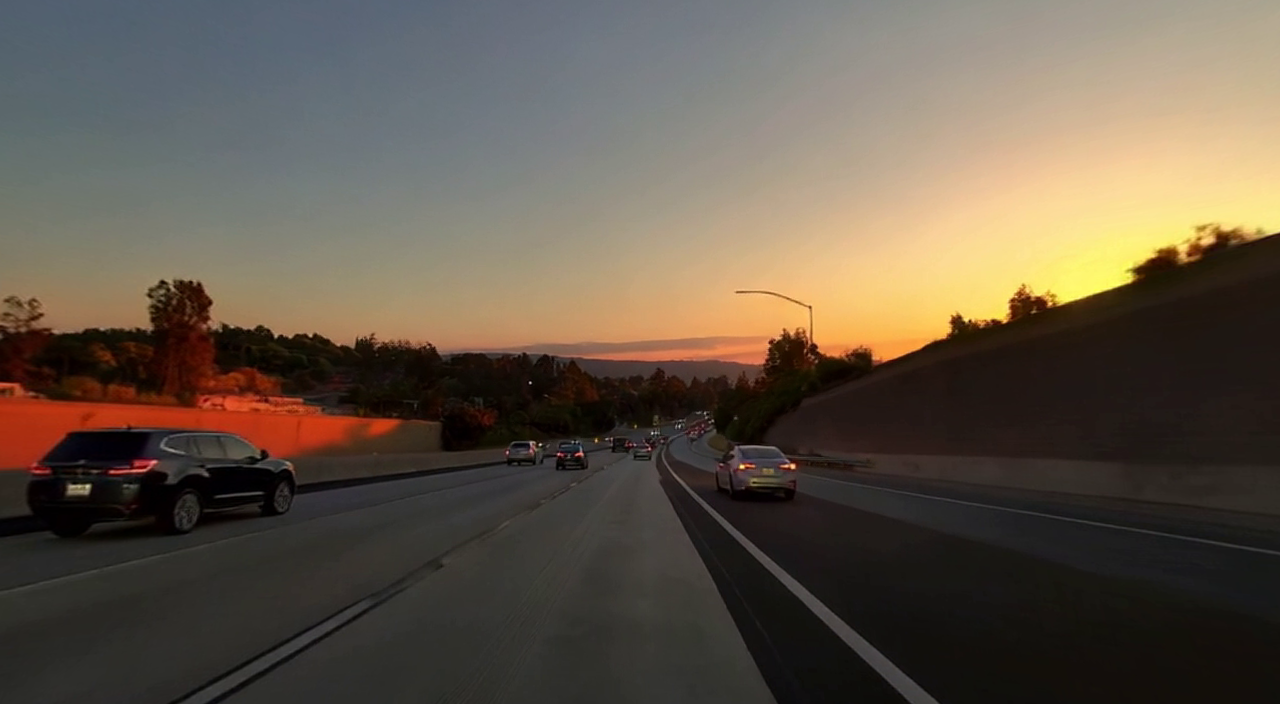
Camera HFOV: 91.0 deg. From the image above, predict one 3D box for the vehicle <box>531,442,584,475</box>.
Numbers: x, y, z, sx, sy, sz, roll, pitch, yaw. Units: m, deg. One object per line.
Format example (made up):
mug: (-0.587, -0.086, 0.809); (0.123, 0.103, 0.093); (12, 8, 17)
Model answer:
vehicle: (-3.967, 5.219, 30.953); (2.071, 1.478, 4.130); (0, -9, 0)

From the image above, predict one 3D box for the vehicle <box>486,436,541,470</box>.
vehicle: (-7.112, 5.729, 35.889); (2.111, 1.811, 4.391); (0, -9, 1)

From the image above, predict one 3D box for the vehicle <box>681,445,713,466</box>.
vehicle: (4.200, 7.665, 46.866); (1.944, 1.465, 4.245); (0, -9, -1)

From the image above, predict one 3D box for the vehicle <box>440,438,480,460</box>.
vehicle: (-13.597, 7.345, 47.734); (1.763, 1.538, 3.860); (0, -9, 2)

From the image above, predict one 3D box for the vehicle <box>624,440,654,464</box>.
vehicle: (-0.101, 7.448, 46.824); (2.158, 1.706, 4.219); (0, -9, 0)

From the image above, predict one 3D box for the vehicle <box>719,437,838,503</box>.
vehicle: (3.483, 3.083, 16.841); (2.141, 1.507, 4.510); (0, -9, 0)

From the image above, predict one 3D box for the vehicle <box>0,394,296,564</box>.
vehicle: (-7.403, 1.733, 9.209); (2.142, 1.849, 4.566); (0, -9, -1)
